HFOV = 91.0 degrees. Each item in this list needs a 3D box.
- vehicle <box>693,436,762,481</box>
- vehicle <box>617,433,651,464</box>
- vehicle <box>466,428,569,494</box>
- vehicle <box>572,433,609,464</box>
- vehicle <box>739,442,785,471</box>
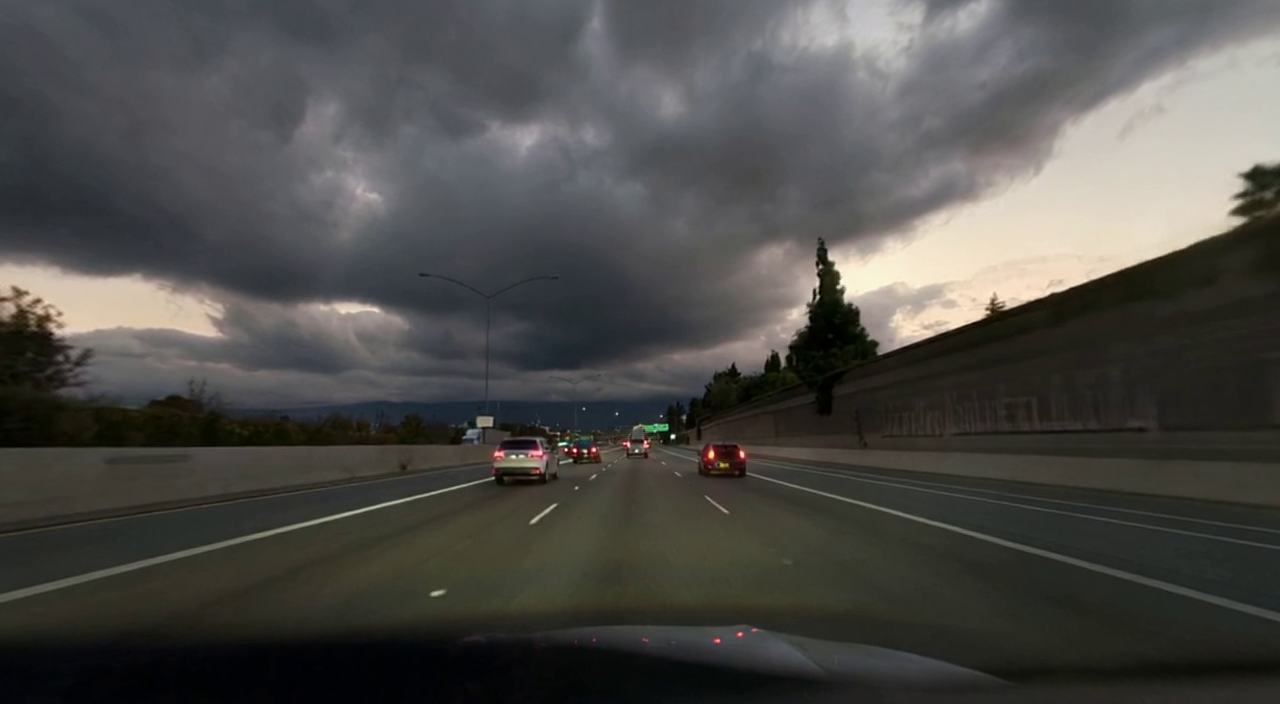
[{"bbox_3d":[3.590,4.479,26.769,2.224,1.752,4.487,0,-8,-1],"label":"vehicle"},{"bbox_3d":[-0.415,7.371,48.392,2.485,2.215,5.199,0,-8,1],"label":"vehicle"},{"bbox_3d":[-3.719,3.430,20.284,2.184,1.819,5.441,0,-8,0],"label":"vehicle"},{"bbox_3d":[-3.686,7.265,47.496,2.378,2.214,4.352,0,-8,0],"label":"vehicle"},{"bbox_3d":[7.656,6.568,39.805,2.033,1.680,4.505,0,-8,0],"label":"vehicle"}]
